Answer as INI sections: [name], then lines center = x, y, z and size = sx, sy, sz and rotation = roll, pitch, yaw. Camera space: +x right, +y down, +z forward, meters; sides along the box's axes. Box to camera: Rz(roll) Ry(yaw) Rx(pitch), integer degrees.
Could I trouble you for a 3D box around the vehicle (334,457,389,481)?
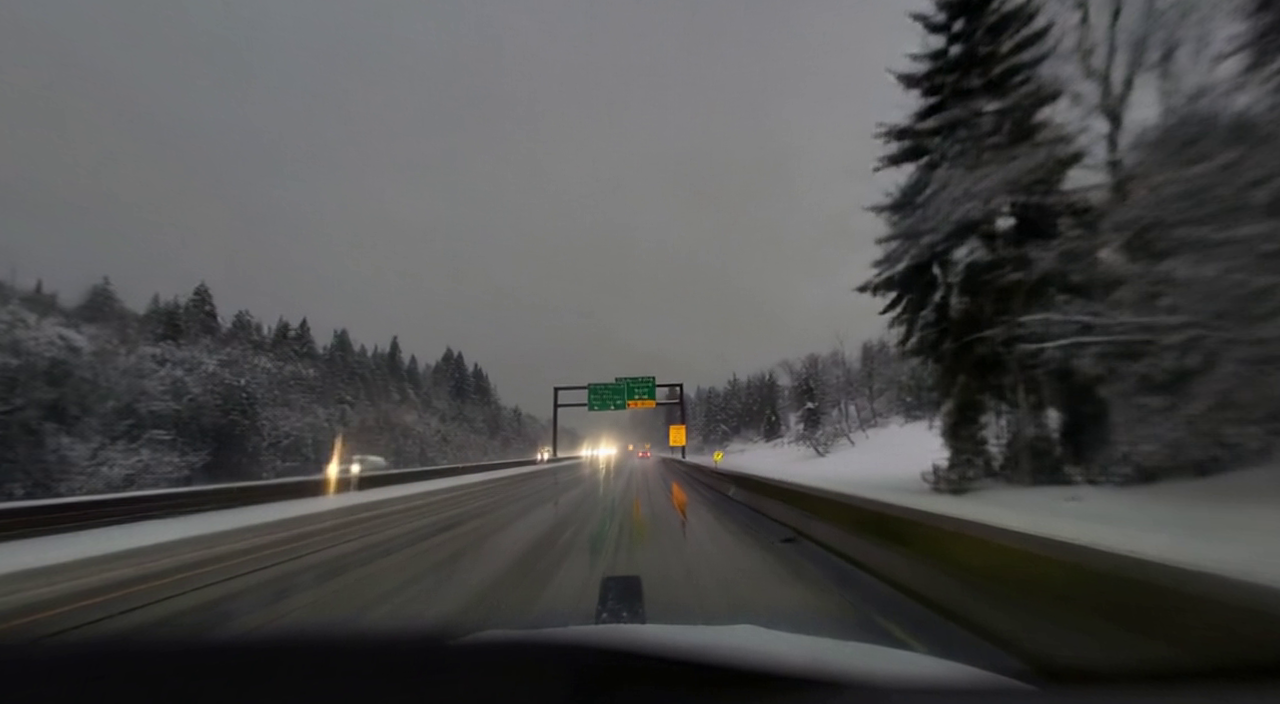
[vehicle]
center = -18.737, 7.877, 42.600
size = 1.854, 1.464, 3.924
rotation = 0, -9, 0
